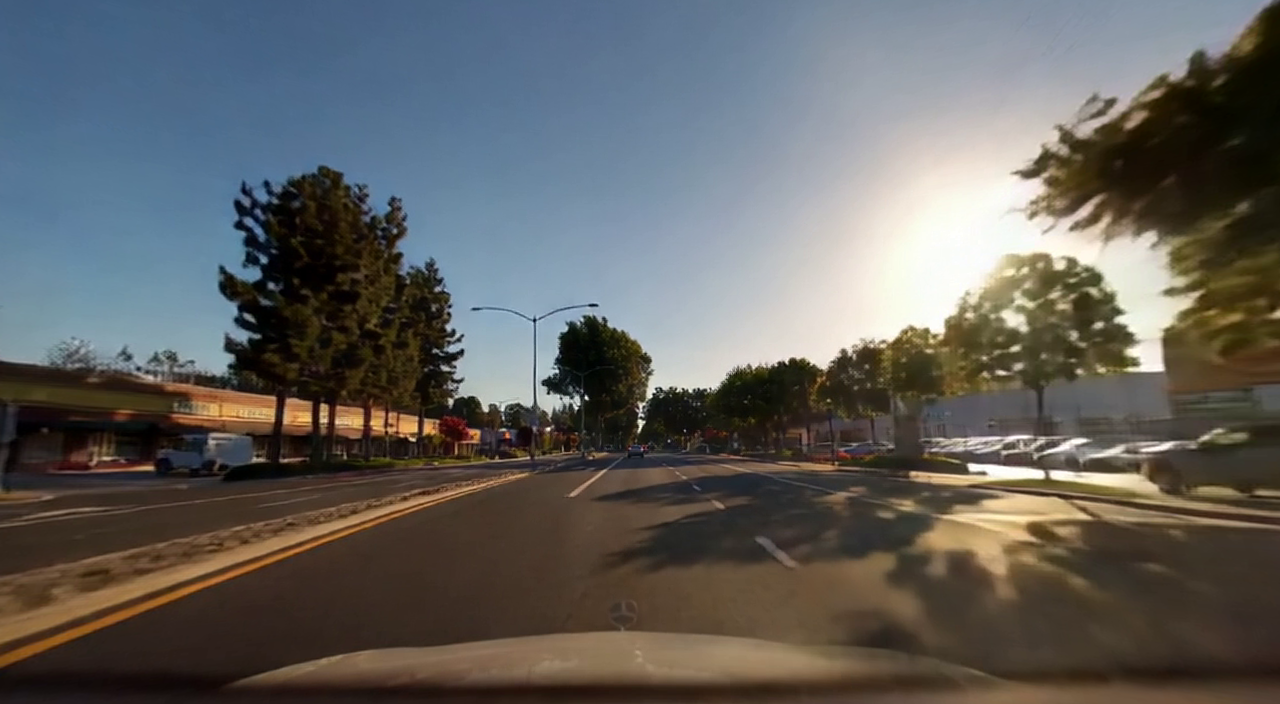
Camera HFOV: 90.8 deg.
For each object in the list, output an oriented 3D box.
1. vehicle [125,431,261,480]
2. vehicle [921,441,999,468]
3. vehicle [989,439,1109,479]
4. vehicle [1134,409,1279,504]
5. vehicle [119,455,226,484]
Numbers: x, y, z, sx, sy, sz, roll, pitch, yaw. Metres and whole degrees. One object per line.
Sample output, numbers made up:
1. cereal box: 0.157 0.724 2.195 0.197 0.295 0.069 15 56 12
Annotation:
1. vehicle: -28.190 6.527 40.058 6.354 2.899 2.812 0 -9 -1
2. vehicle: 18.664 5.987 37.077 1.846 1.466 4.679 0 -9 -4
3. vehicle: 16.470 4.341 25.788 1.880 1.477 4.556 -1 -9 1
4. vehicle: 14.949 2.394 14.772 2.235 2.016 5.481 -3 -9 0
5. vehicle: -27.487 6.919 37.263 4.564 1.494 2.183 -2 -10 -2
